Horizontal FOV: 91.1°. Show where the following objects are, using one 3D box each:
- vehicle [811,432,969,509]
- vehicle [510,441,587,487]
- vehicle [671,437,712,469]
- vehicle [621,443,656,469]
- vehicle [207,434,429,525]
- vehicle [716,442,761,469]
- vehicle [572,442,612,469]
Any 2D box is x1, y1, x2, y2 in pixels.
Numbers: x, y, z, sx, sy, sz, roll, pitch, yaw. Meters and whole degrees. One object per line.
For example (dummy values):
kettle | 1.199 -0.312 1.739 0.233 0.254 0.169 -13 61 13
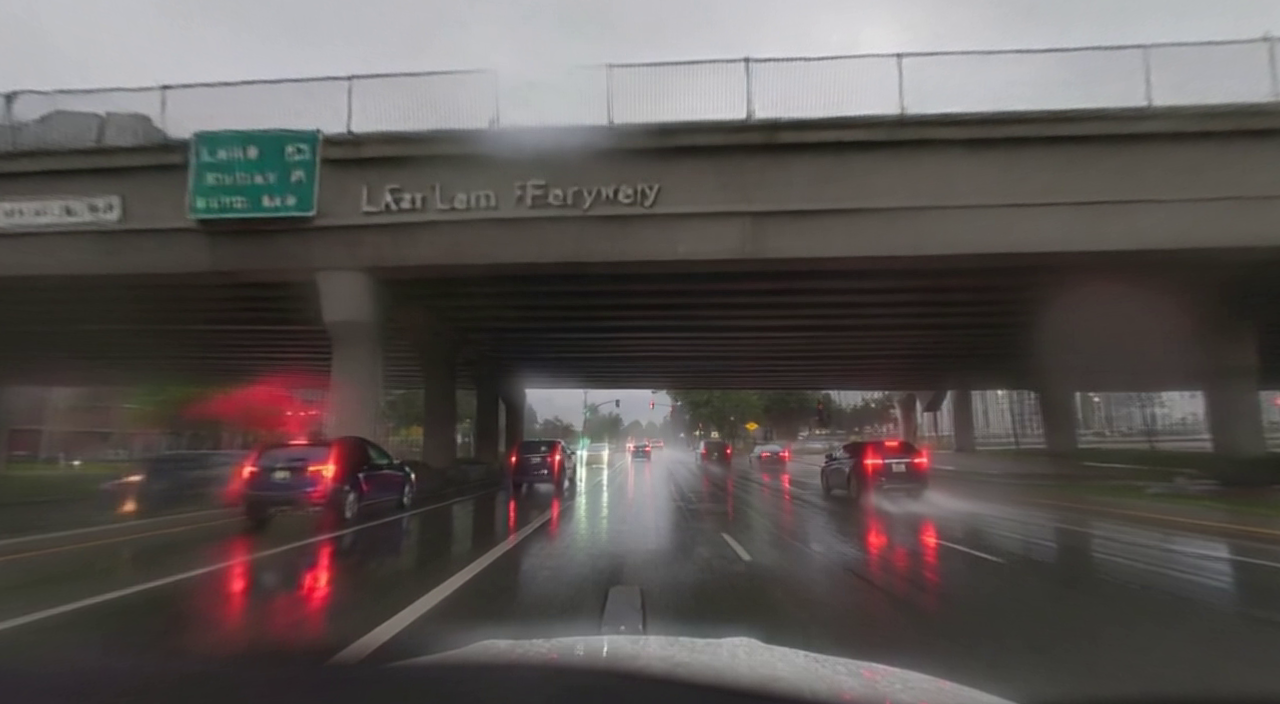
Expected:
vehicle | 5.984 2.872 15.729 2.056 1.624 4.498 0 -8 -1
vehicle | -3.158 3.974 22.599 2.041 1.466 4.212 0 -8 1
vehicle | 3.004 6.018 37.627 2.034 1.762 4.420 0 -8 -1
vehicle | -0.098 6.325 38.418 2.026 1.453 3.780 0 -8 0
vehicle | -6.096 2.444 12.655 2.070 1.488 4.376 0 -8 1
vehicle | 6.002 6.341 38.609 1.924 1.527 4.268 0 -8 -2
vehicle | -2.808 6.188 37.632 1.980 1.491 4.351 0 -8 0
